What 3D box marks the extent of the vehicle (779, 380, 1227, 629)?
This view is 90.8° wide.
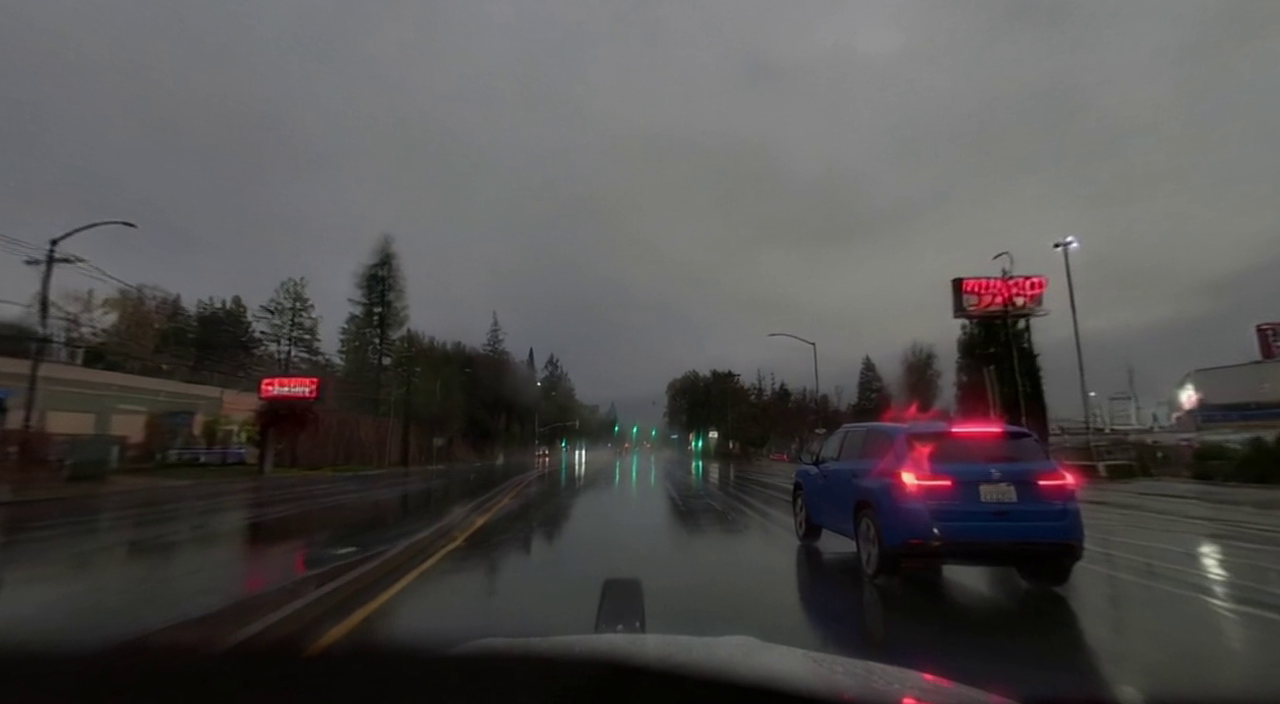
[{"bbox_3d":[3.153,1.442,6.967,2.130,1.790,4.615,0,-9,0],"label":"vehicle"}]
